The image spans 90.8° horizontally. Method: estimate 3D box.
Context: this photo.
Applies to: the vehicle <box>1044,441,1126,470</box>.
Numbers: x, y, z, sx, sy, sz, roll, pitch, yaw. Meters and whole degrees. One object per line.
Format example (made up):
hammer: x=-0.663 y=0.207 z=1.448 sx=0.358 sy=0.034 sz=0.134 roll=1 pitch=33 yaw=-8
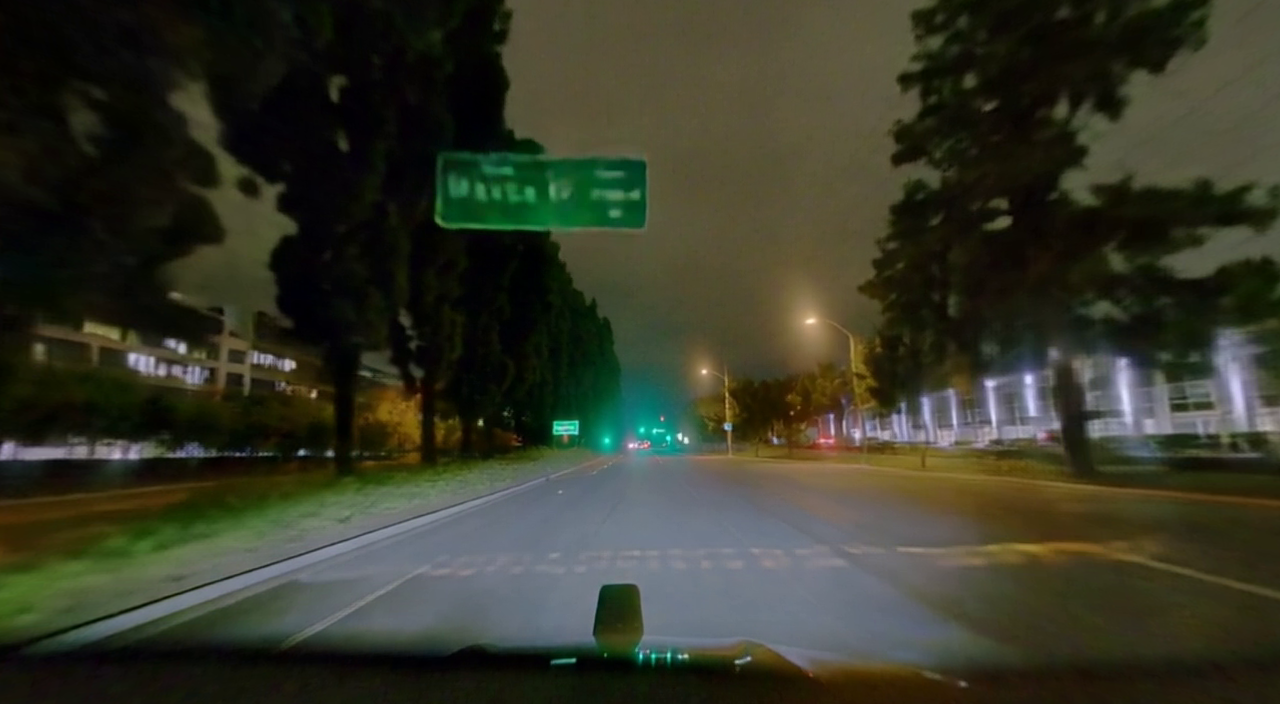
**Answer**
vehicle: x=24.630 y=5.763 z=35.126 sx=1.579 sy=1.419 sz=3.726 roll=-2 pitch=-10 yaw=-4
